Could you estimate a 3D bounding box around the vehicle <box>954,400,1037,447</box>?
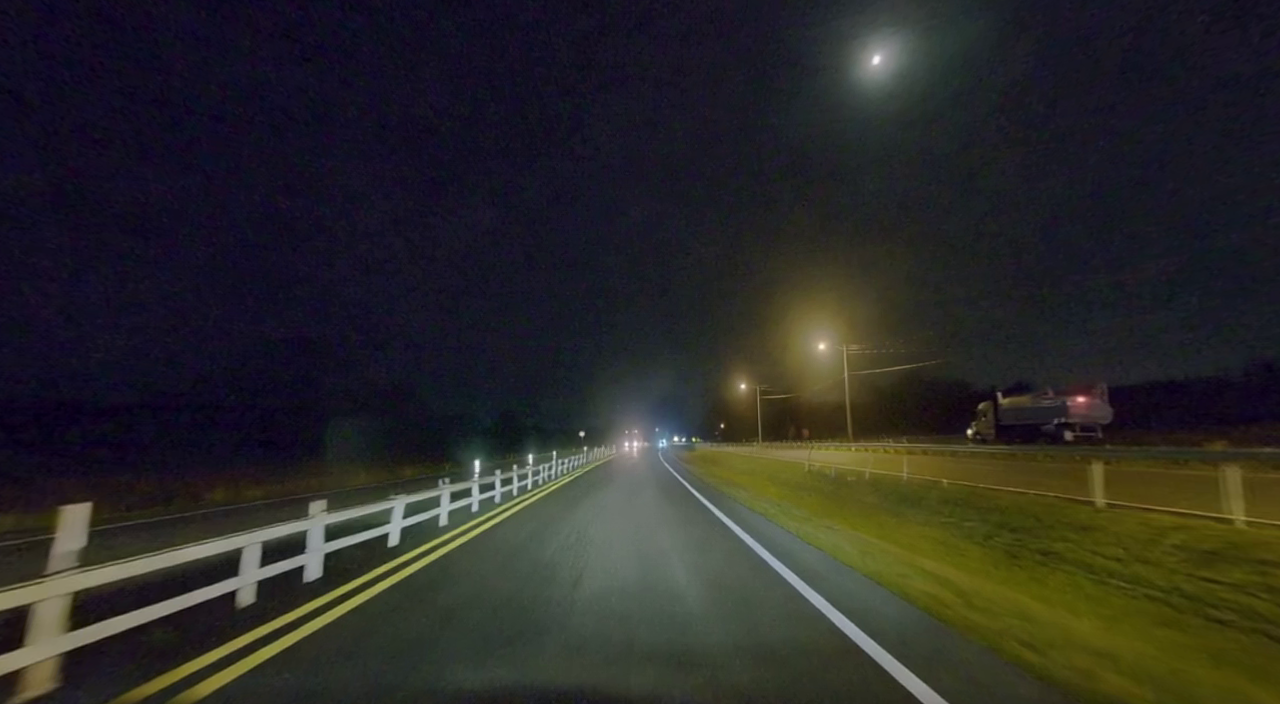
[{"bbox_3d":[24.979,5.095,44.275,4.691,3.097,3.036,-5,-9,31],"label":"vehicle"}]
